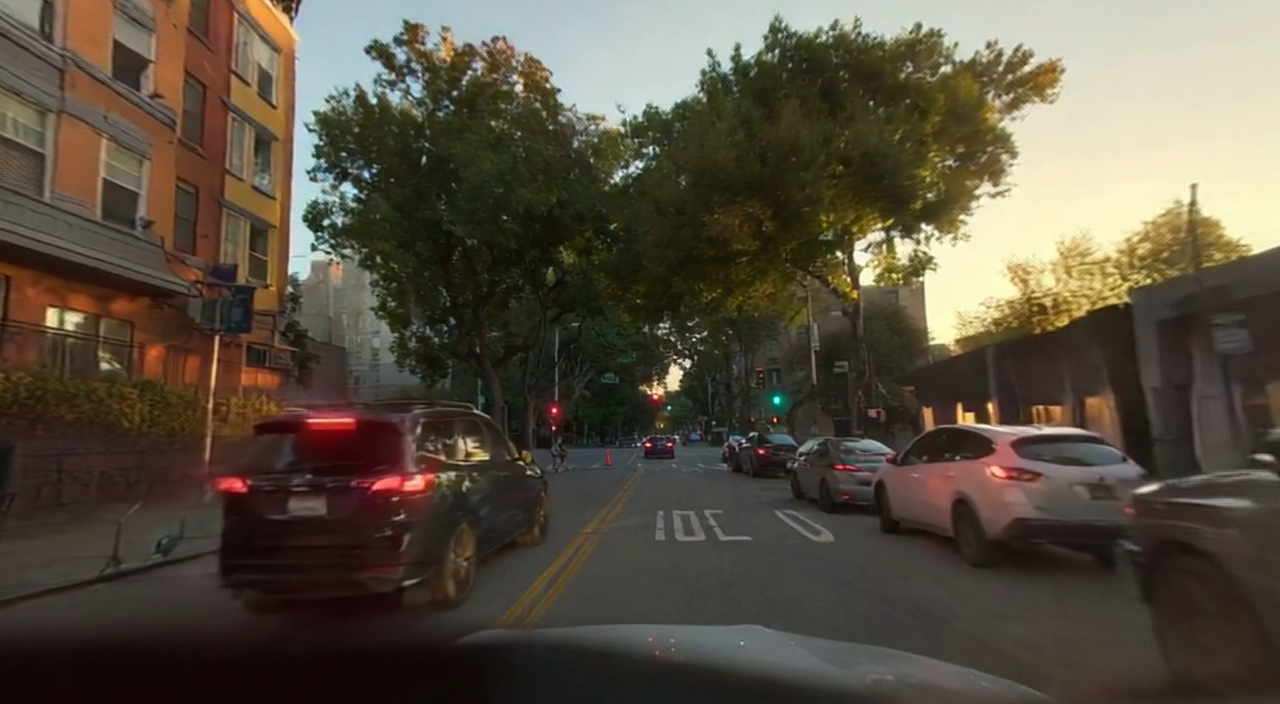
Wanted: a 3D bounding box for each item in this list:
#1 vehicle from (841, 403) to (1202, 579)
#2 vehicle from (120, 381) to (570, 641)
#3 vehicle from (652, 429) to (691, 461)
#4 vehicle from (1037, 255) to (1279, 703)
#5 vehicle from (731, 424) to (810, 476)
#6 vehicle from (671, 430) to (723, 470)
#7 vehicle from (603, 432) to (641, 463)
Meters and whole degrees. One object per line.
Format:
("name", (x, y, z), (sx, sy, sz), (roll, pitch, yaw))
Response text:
("vehicle", (4.190, 1.596, 8.003), (1.883, 1.601, 4.305), (0, -9, 1))
("vehicle", (-2.444, 1.523, 7.228), (2.333, 1.832, 5.200), (-1, -9, 4))
("vehicle", (1.751, 5.371, 36.315), (2.111, 1.705, 4.093), (0, -8, 2))
("vehicle", (3.797, 0.427, 1.280), (2.356, 2.043, 5.791), (0, -8, 2))
("vehicle", (4.947, 3.836, 24.820), (2.093, 1.815, 5.441), (0, -8, 1))
("vehicle", (2.544, 4.304, 27.837), (2.111, 1.619, 4.077), (-1, -9, 6))
("vehicle", (-1.013, 5.726, 37.987), (1.979, 1.723, 3.849), (-1, -8, 3))
